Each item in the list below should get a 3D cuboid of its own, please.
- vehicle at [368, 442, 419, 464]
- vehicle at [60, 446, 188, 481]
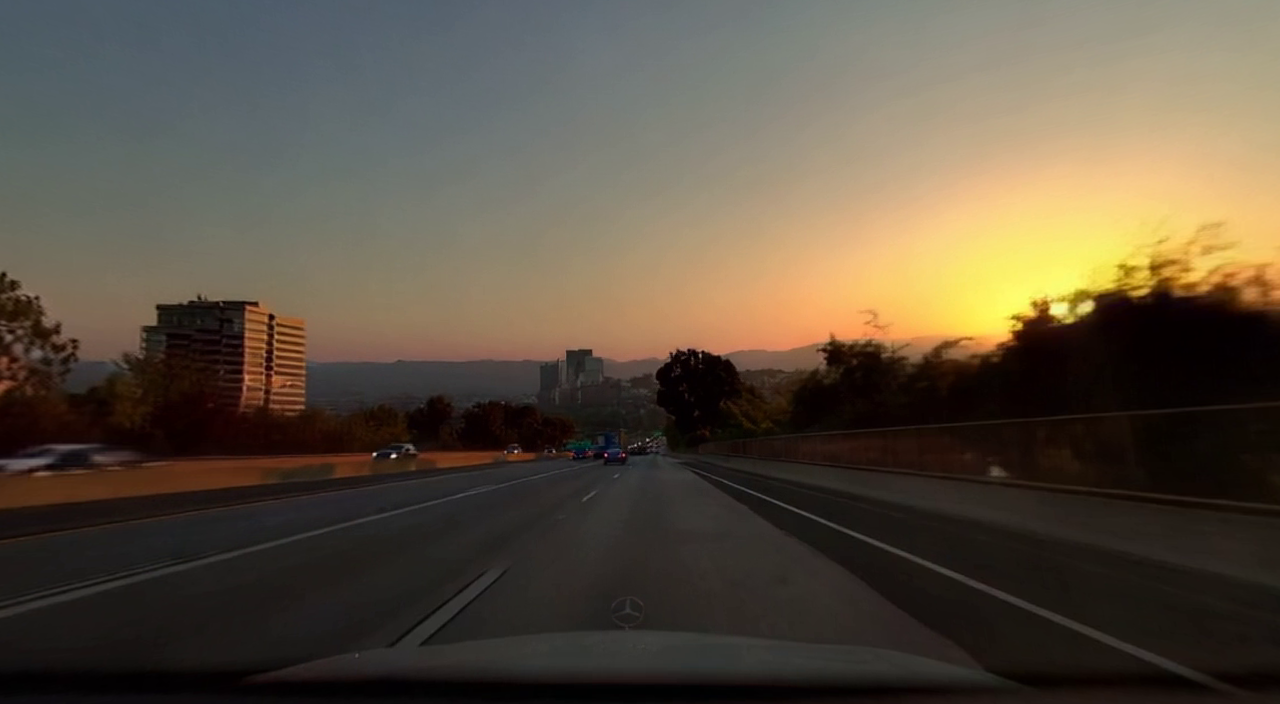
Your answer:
[{"bbox_3d":[-19.093,7.829,49.045,1.918,1.593,4.638,-1,-8,3],"label":"vehicle"},{"bbox_3d":[-22.950,4.937,28.312,1.811,1.423,4.503,0,-8,2],"label":"vehicle"}]
